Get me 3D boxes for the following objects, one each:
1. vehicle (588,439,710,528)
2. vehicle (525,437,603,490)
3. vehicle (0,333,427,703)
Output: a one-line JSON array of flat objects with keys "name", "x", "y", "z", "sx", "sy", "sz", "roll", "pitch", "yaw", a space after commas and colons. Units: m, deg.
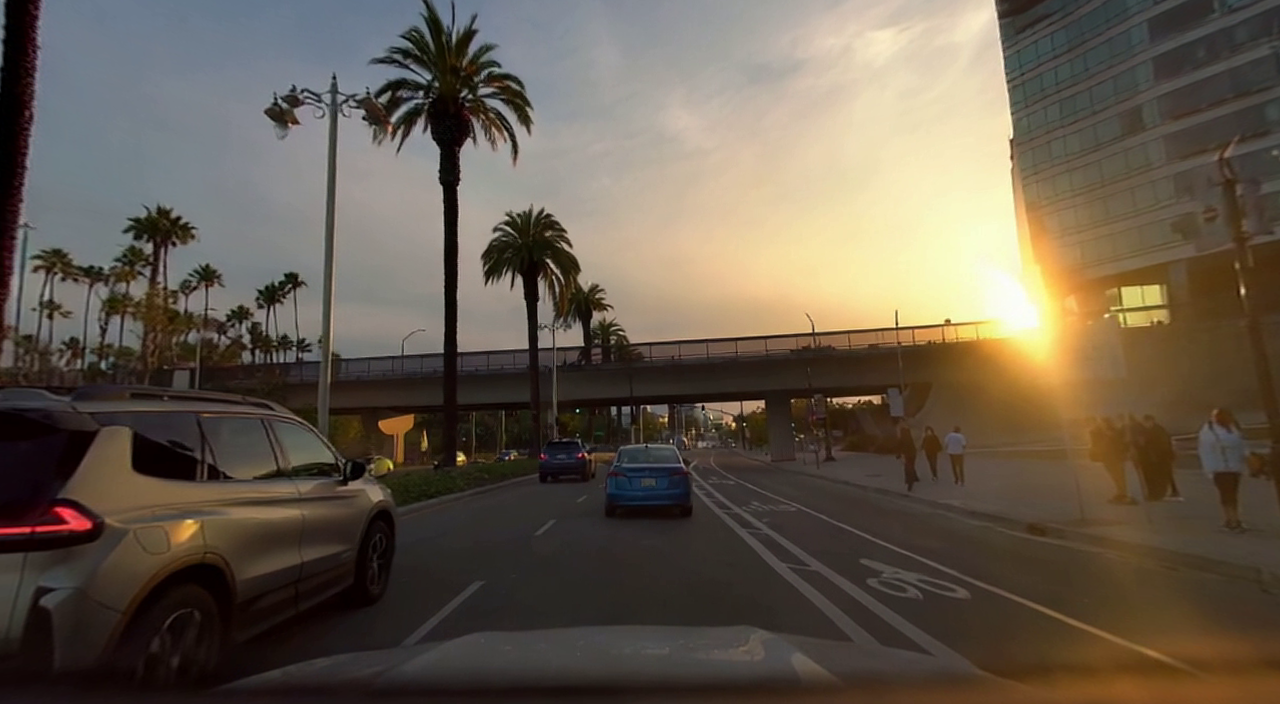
[{"name": "vehicle", "x": 0.164, "y": 2.508, "z": 12.681, "sx": 2.036, "sy": 1.461, "sz": 4.129, "roll": 0, "pitch": -8, "yaw": 0}, {"name": "vehicle", "x": -2.531, "y": 3.861, "z": 22.190, "sx": 1.955, "sy": 1.637, "sz": 4.032, "roll": -1, "pitch": -9, "yaw": 4}, {"name": "vehicle", "x": -3.166, "y": 1.074, "z": 3.928, "sx": 2.014, "sy": 1.740, "sz": 4.359, "roll": 0, "pitch": -8, "yaw": 2}]
